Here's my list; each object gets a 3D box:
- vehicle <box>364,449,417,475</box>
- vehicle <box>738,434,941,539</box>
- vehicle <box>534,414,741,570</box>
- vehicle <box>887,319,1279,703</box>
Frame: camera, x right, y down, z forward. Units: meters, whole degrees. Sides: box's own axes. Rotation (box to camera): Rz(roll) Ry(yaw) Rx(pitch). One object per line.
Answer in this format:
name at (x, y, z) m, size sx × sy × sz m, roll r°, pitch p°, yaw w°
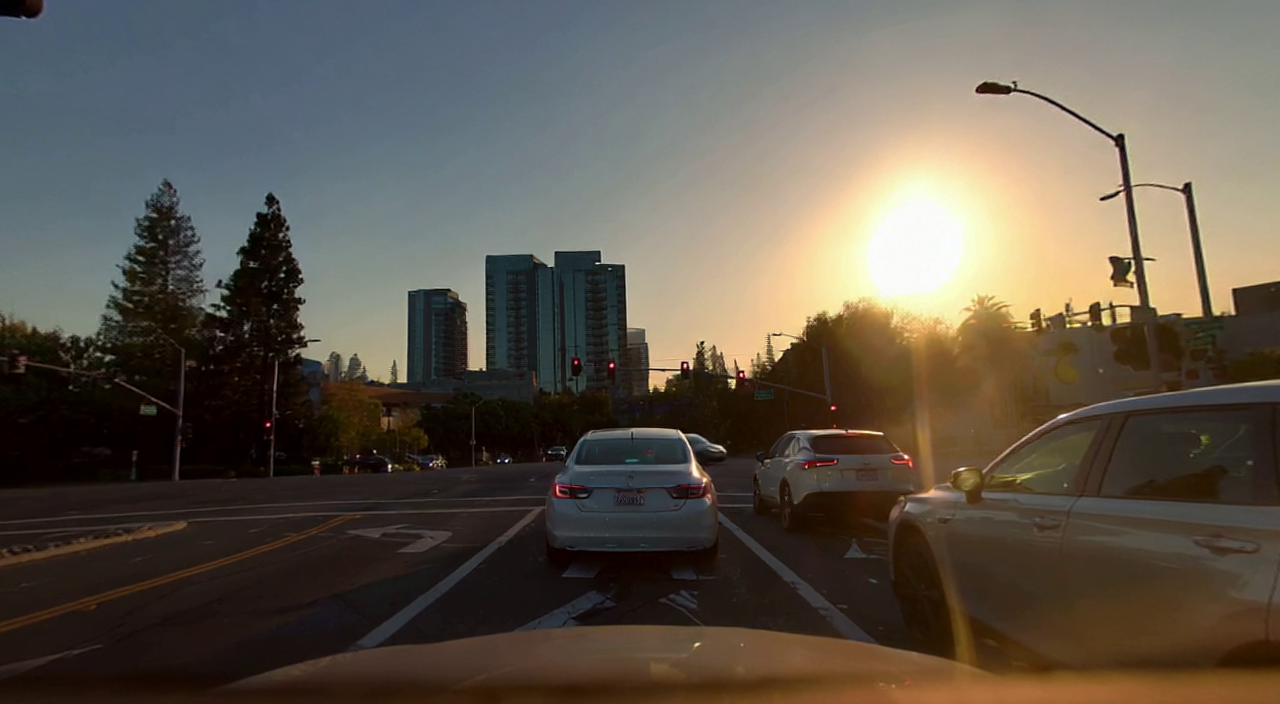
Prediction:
vehicle at (-18.725, 8.261, 47.657) m, size 2.026 × 1.836 × 4.726 m, roll 0°, pitch -8°, yaw 0°
vehicle at (3.158, 2.218, 11.133) m, size 2.001 × 1.463 × 4.398 m, roll 0°, pitch -8°, yaw -2°
vehicle at (-0.073, 1.779, 8.758) m, size 2.188 × 1.637 × 4.027 m, roll 0°, pitch -8°, yaw -1°
vehicle at (2.997, 0.866, 2.660) m, size 2.103 × 1.701 × 4.294 m, roll 0°, pitch -8°, yaw -1°
